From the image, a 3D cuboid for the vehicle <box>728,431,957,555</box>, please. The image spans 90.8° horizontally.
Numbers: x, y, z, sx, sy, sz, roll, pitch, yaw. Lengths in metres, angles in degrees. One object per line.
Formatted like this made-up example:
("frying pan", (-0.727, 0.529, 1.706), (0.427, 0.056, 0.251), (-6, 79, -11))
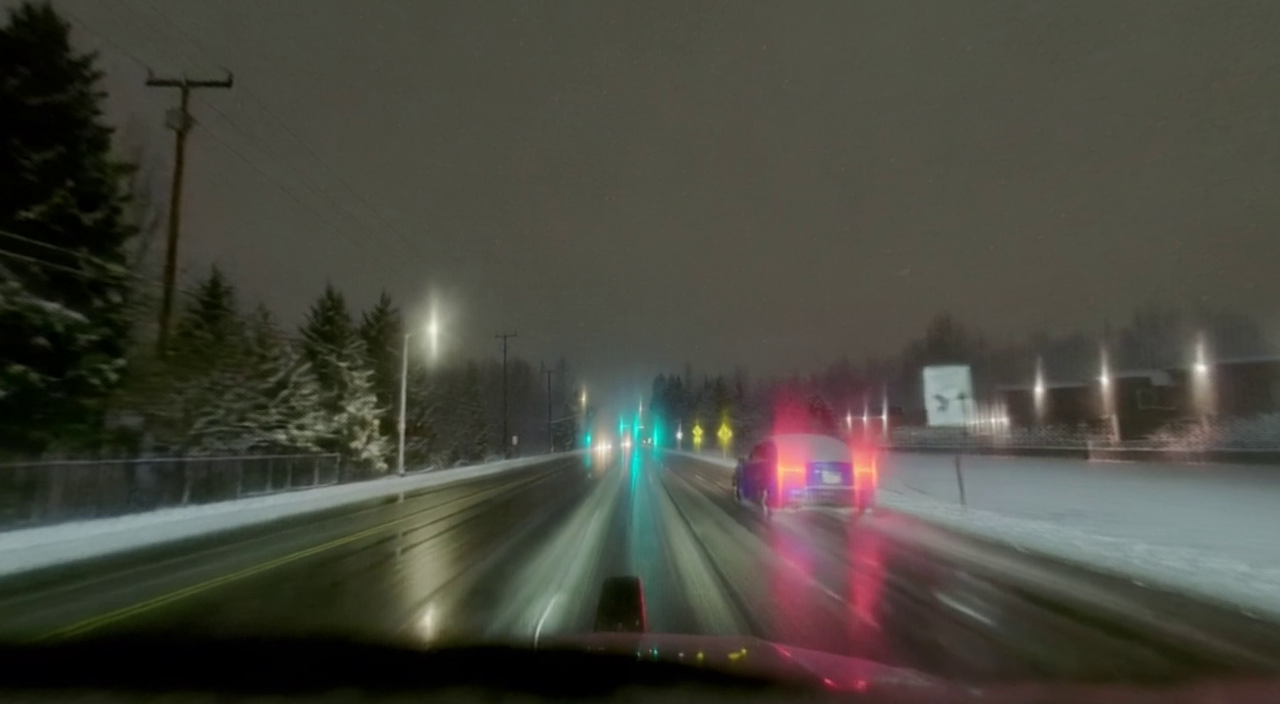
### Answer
("vehicle", (2.756, 2.035, 9.887), (2.042, 1.469, 4.470), (0, -8, -1))
